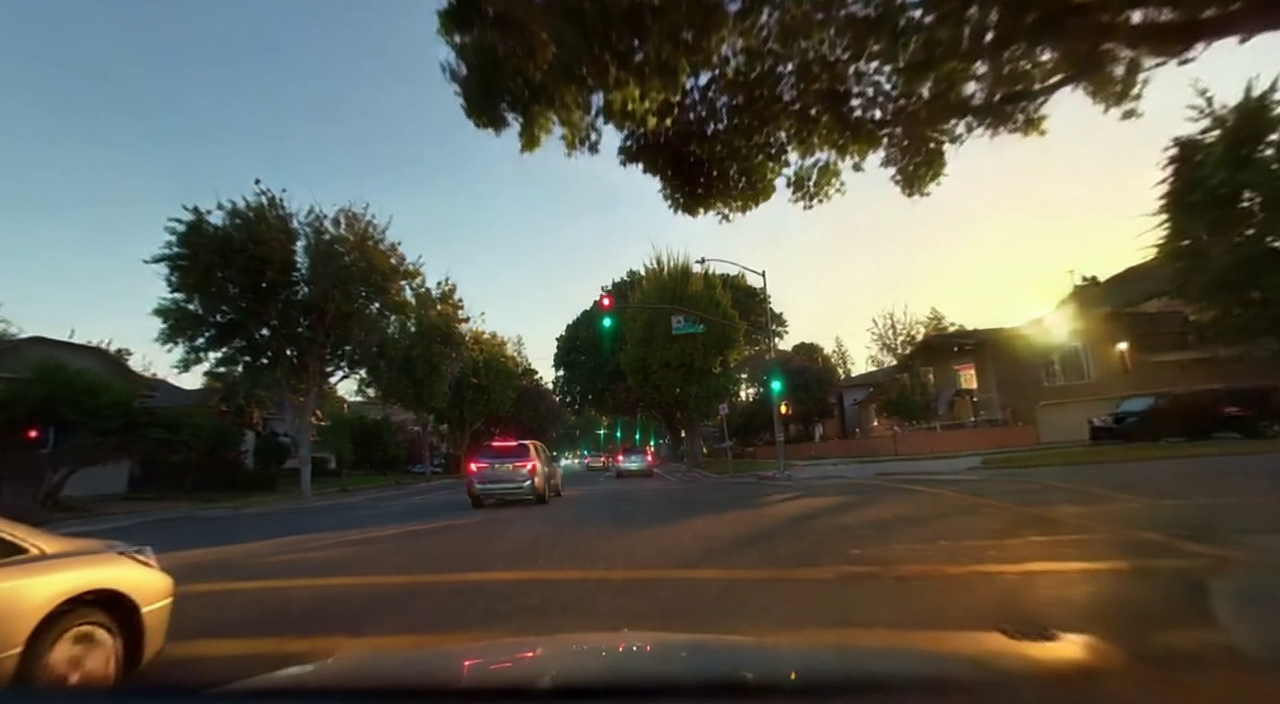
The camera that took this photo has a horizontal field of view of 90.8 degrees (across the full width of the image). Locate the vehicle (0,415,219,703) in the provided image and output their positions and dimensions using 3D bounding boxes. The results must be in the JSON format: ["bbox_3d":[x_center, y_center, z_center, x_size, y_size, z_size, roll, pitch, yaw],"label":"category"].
[{"bbox_3d":[-3.509,0.835,1.387,1.934,1.475,4.741,0,-8,0],"label":"vehicle"}]

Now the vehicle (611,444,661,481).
[{"bbox_3d":[-0.211,4.854,28.051,2.062,1.518,3.901,0,-8,-1],"label":"vehicle"}]

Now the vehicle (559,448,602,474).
[{"bbox_3d":[-3.700,6.840,39.872,2.268,1.522,4.350,0,-8,0],"label":"vehicle"}]

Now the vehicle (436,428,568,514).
[{"bbox_3d":[-3.175,2.842,15.607,2.157,1.771,4.452,-1,-8,1],"label":"vehicle"}]
